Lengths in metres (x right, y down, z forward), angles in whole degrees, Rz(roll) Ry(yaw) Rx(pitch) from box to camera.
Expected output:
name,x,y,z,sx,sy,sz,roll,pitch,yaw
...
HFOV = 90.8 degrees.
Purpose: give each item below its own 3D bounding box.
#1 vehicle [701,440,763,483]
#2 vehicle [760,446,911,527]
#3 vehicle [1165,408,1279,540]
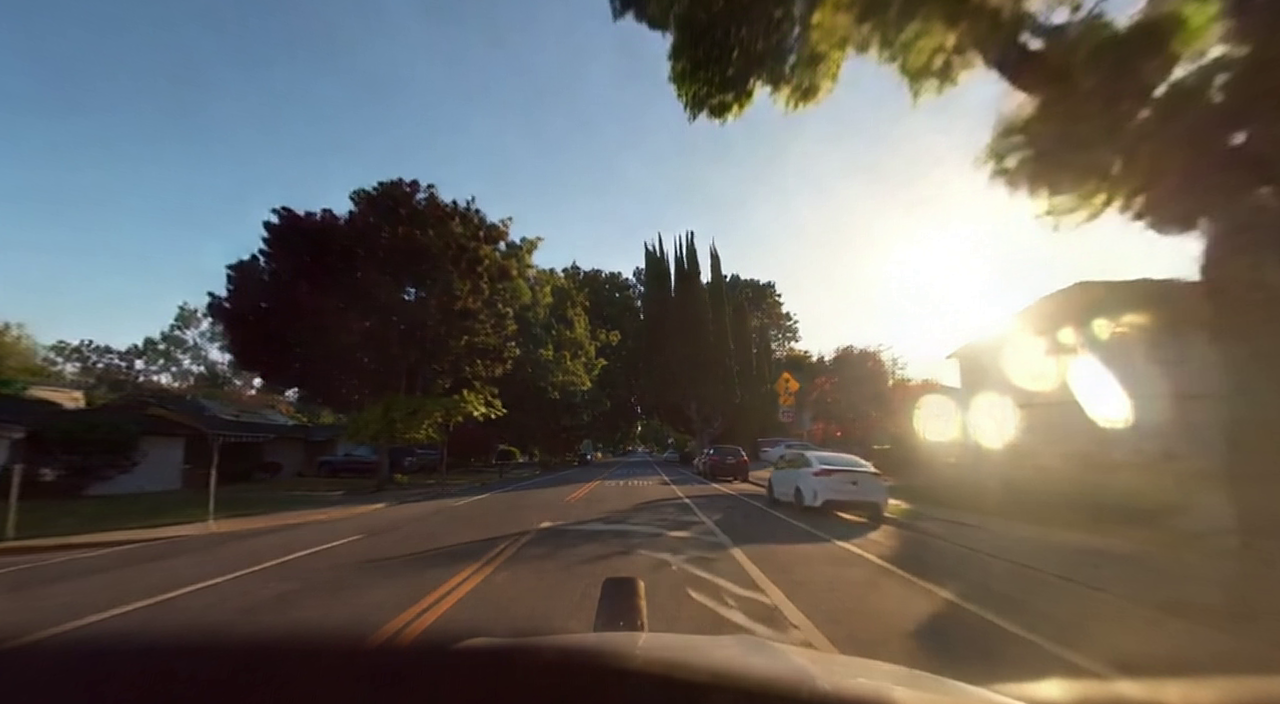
name,x,y,z,sx,sy,sz,roll,pitch,yaw
vehicle,4.061,4.942,28.757,2.032,1.792,4.849,0,-9,0
vehicle,4.022,2.814,13.810,1.940,1.470,4.101,0,-9,-1
vehicle,10.808,1.615,9.367,4.220,1.714,2.070,-5,-8,-7
